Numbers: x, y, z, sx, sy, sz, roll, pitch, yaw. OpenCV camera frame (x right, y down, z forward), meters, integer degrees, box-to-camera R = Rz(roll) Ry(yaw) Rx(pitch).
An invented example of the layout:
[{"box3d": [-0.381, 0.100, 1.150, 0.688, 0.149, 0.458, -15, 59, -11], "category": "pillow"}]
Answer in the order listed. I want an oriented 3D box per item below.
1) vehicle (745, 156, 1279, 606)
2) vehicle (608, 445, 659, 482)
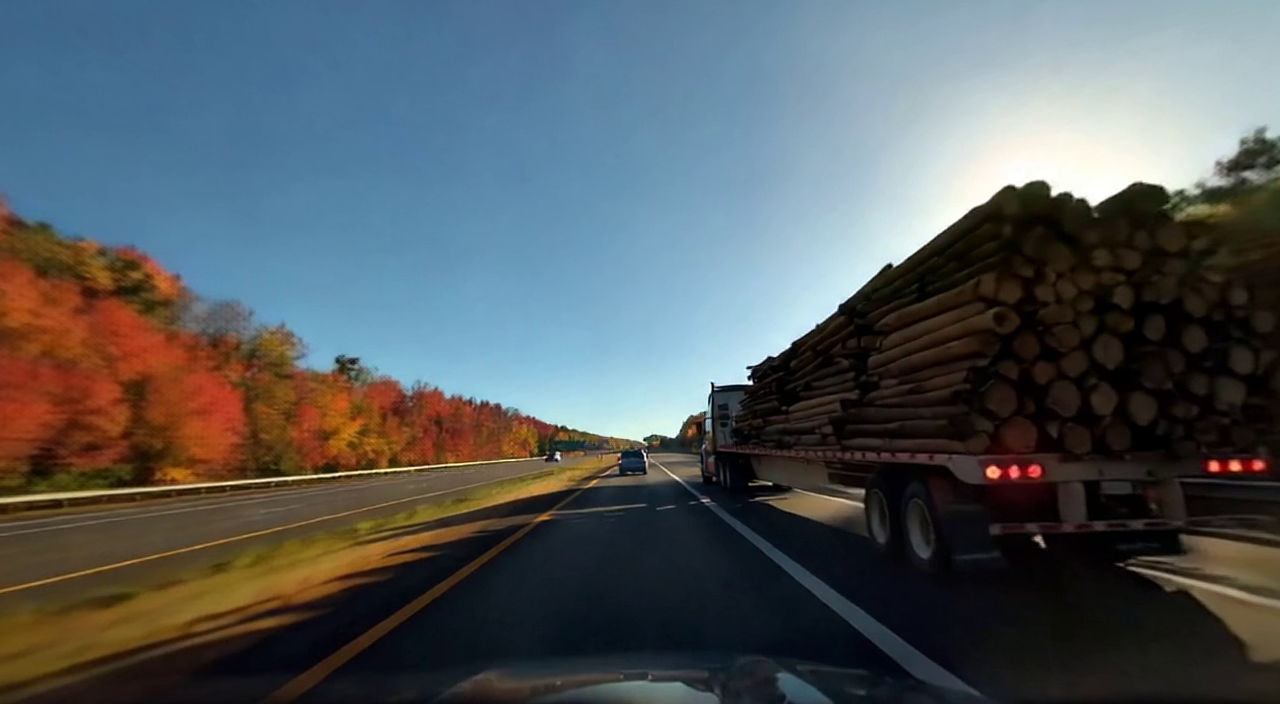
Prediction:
[{"box3d": [3.914, 0.782, 9.594, 3.004, 3.923, 8.363, 0, -9, -1], "category": "vehicle"}, {"box3d": [-0.290, 4.942, 28.069, 2.099, 1.506, 4.097, 0, -9, 0], "category": "vehicle"}]
